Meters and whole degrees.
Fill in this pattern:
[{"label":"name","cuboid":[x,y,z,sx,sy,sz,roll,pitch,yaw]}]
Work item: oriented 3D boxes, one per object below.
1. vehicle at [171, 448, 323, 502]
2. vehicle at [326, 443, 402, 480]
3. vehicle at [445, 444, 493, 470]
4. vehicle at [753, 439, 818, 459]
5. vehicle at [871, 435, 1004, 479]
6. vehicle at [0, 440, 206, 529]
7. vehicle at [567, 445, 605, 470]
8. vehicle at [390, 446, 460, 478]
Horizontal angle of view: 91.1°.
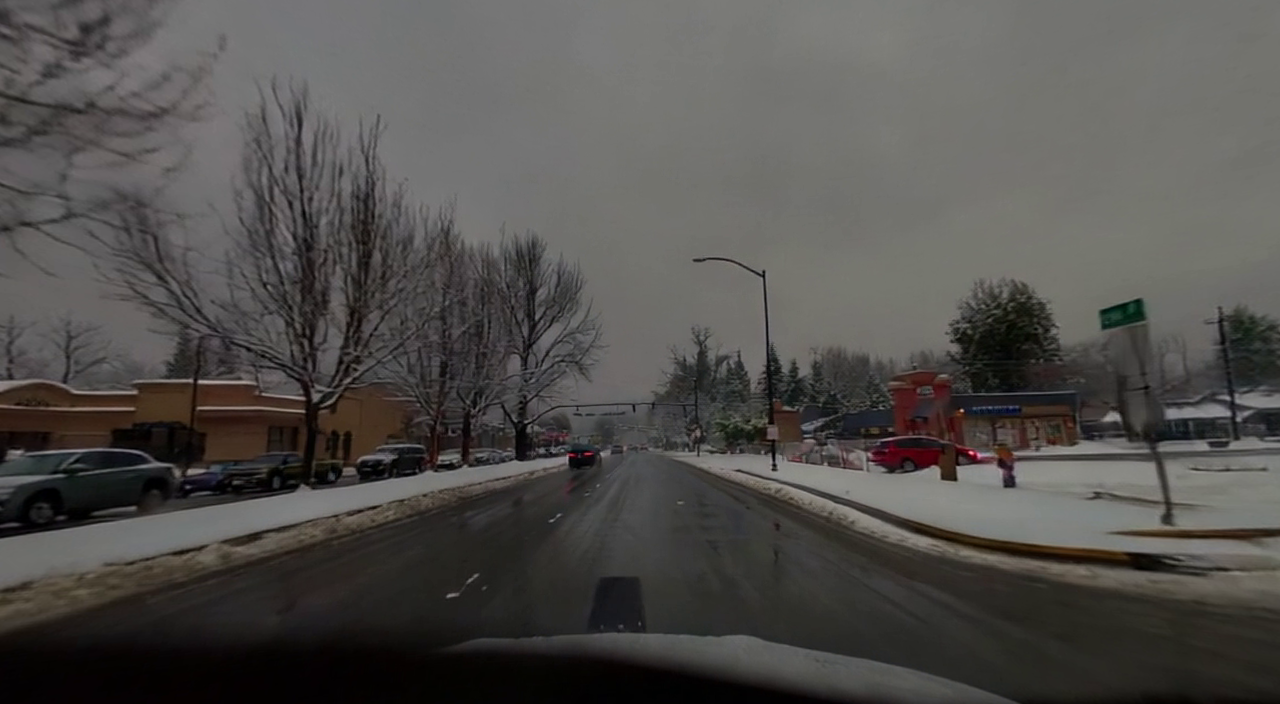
[{"label":"vehicle","cuboid":[-12.203,3.815,19.942,1.948,1.453,4.431,0,-8,0]},{"label":"vehicle","cuboid":[-15.080,5.994,34.640,1.936,1.813,4.921,-1,-8,0]},{"label":"vehicle","cuboid":[-11.479,7.075,42.517,2.044,1.649,4.211,0,-9,0]},{"label":"vehicle","cuboid":[11.522,7.689,49.884,4.607,1.471,1.982,0,-8,-2]},{"label":"vehicle","cuboid":[10.977,3.896,23.408,3.935,1.518,1.985,0,-9,-1]},{"label":"vehicle","cuboid":[-11.950,2.768,13.771,1.852,1.621,4.166,0,-8,0]},{"label":"vehicle","cuboid":[-3.335,6.597,39.433,1.966,1.481,4.385,0,-9,0]},{"label":"vehicle","cuboid":[-11.929,6.109,35.185,2.024,1.656,4.837,-1,-9,2]}]
